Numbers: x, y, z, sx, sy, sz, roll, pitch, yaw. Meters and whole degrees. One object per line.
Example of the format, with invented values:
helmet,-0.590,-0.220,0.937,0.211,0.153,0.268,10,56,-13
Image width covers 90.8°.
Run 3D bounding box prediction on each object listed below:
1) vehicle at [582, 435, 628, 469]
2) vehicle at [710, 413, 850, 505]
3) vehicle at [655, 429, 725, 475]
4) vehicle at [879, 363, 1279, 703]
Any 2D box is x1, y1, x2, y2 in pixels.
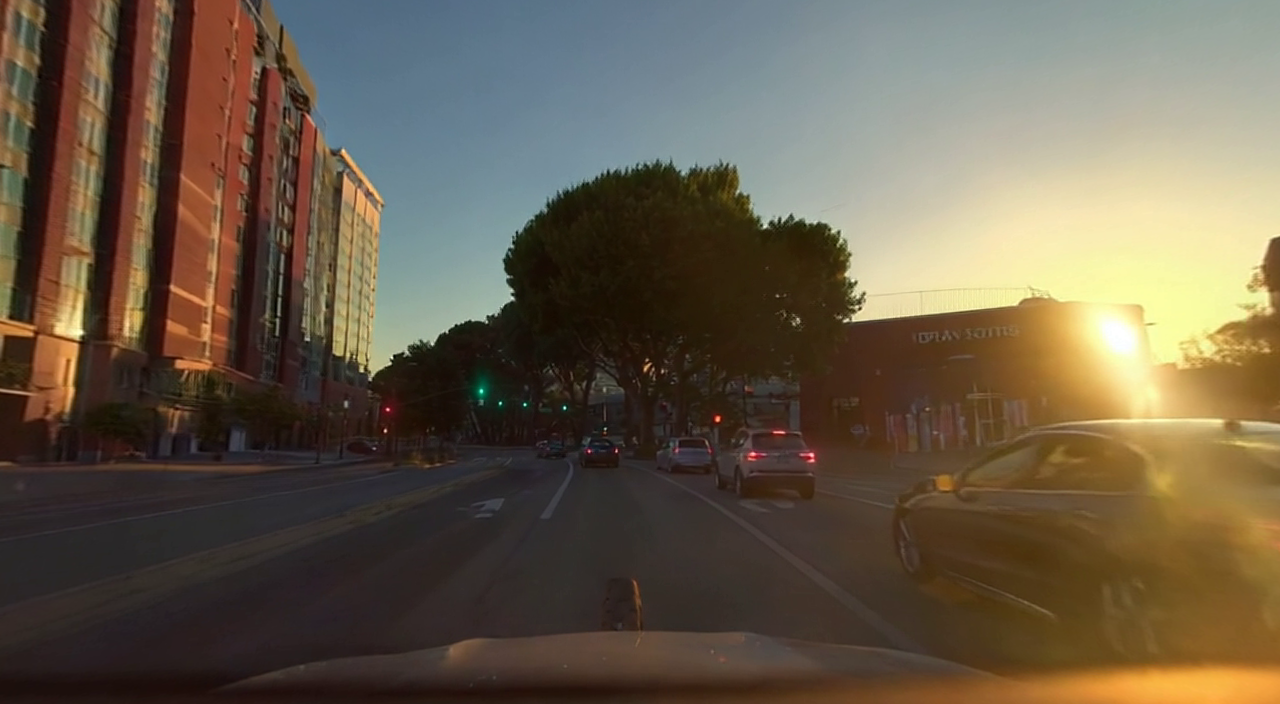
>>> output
vehicle,-1.795,4.910,31.150,2.068,1.512,3.987,1,-9,-6
vehicle,2.986,2.413,14.568,2.046,1.768,4.370,0,-8,-3
vehicle,1.986,4.172,26.726,2.216,1.750,4.520,0,-8,-5
vehicle,3.277,1.054,3.866,1.966,1.596,3.980,0,-8,-1
